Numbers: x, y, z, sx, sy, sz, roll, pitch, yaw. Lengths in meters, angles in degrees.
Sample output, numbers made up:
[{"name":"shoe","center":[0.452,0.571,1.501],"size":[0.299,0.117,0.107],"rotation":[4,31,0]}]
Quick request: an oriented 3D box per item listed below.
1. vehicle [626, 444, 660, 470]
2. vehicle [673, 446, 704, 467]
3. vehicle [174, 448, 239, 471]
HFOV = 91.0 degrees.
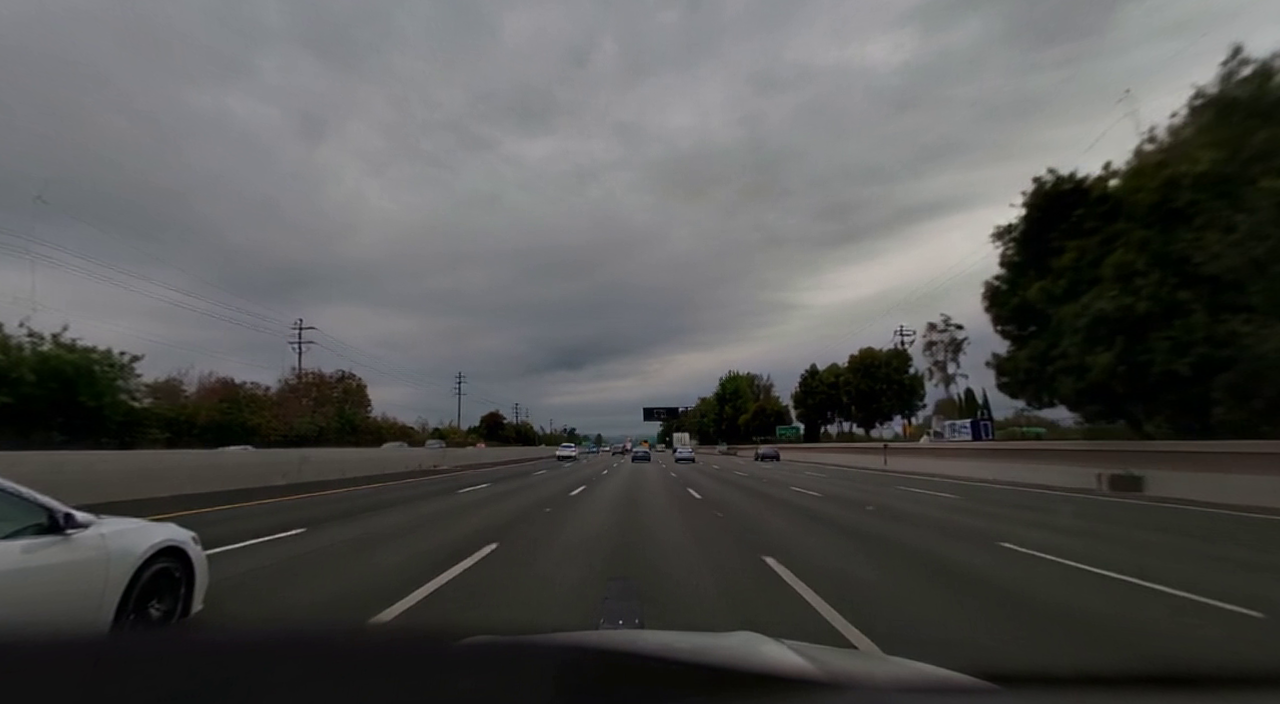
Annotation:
[{"name":"vehicle","center":[0.191,6.753,40.664],"size":[2.066,1.562,4.198],"rotation":[0,-9,0]},{"name":"vehicle","center":[3.707,8.007,48.507],"size":[2.076,1.506,4.050],"rotation":[0,-9,0]},{"name":"vehicle","center":[-28.994,7.204,42.254],"size":[1.612,1.440,3.712],"rotation":[0,-9,2]}]
